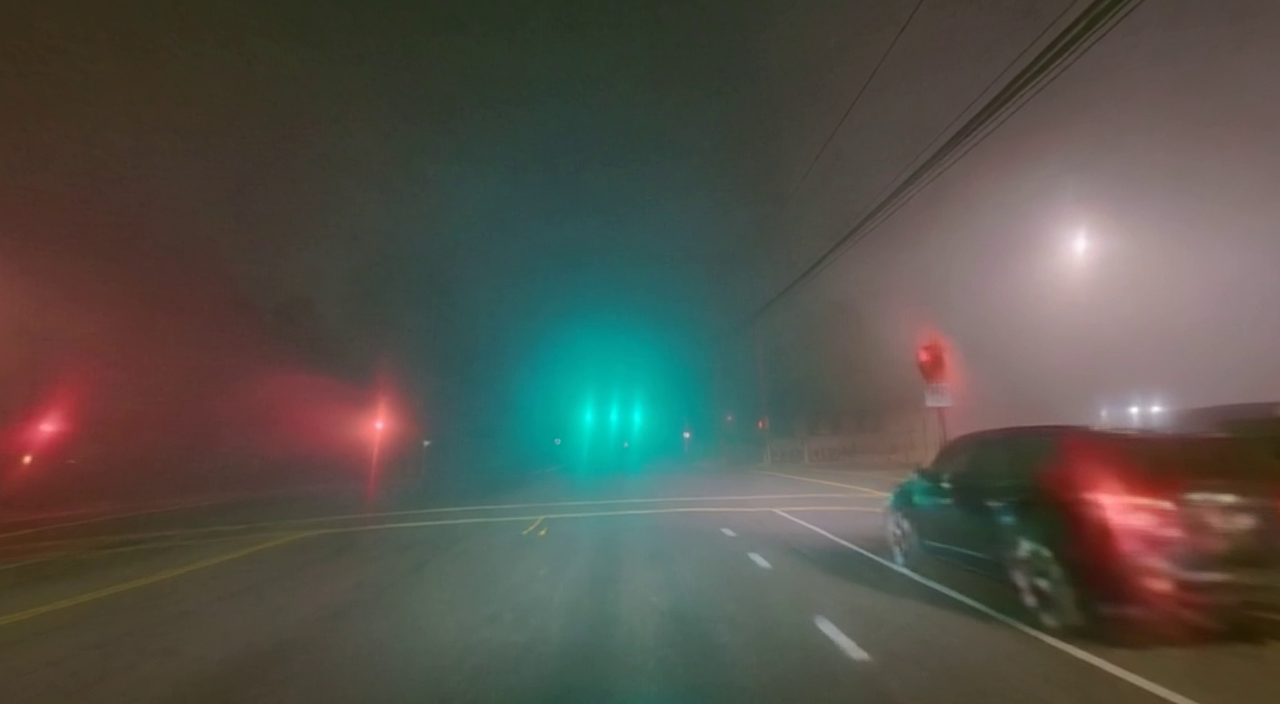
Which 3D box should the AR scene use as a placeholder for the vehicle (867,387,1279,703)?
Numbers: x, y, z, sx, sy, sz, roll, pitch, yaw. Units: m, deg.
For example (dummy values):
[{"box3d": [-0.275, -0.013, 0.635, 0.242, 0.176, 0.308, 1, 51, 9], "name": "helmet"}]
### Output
[{"box3d": [3.788, 1.337, 5.506, 1.900, 1.661, 4.346, 1, -8, -1], "name": "vehicle"}]
